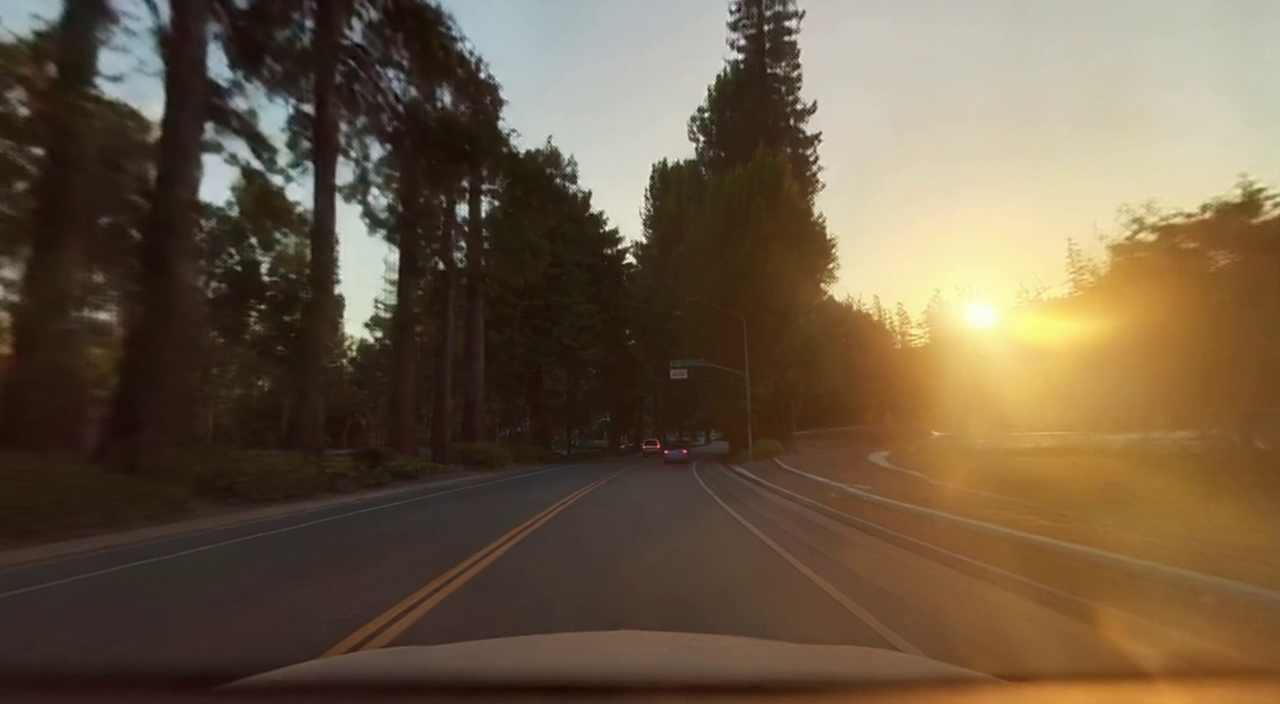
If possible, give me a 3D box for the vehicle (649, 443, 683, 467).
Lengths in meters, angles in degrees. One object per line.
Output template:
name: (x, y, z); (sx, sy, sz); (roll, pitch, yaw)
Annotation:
vehicle: (1.785, 6.909, 42.574); (2.071, 1.474, 4.047); (-1, -8, 6)
